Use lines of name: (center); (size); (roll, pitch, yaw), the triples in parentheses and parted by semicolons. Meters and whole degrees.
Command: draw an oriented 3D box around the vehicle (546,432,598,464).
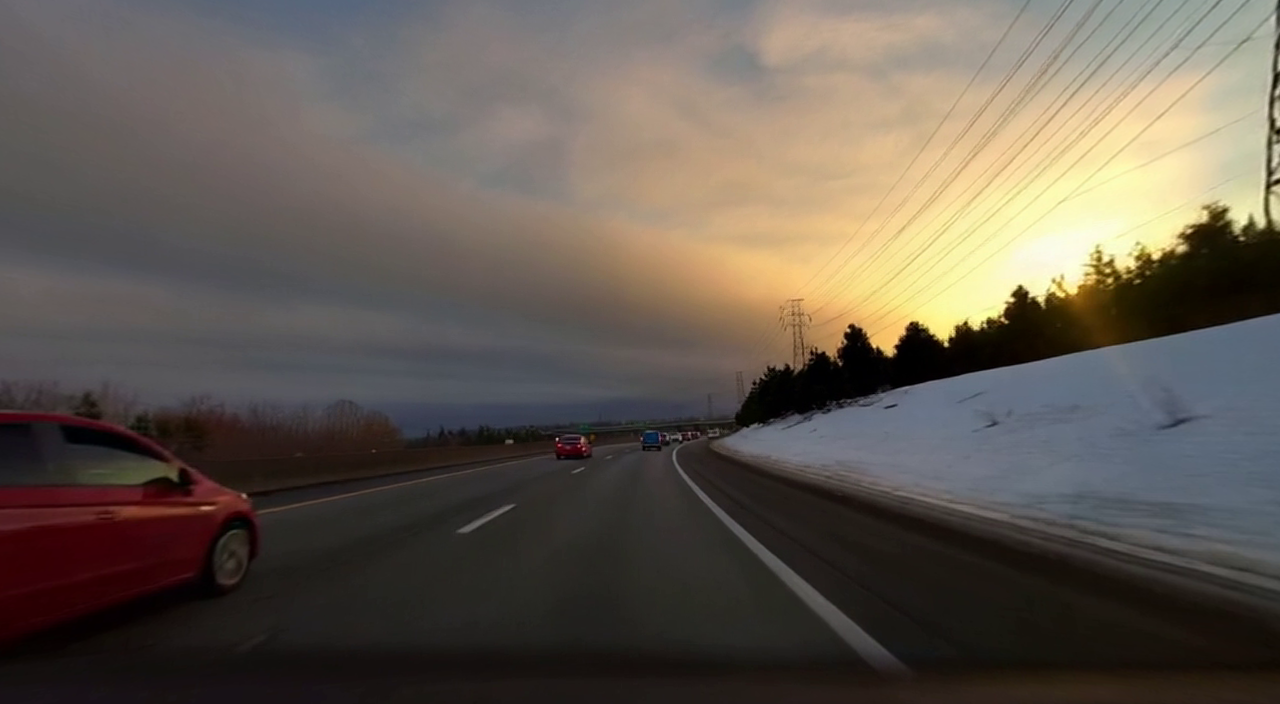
vehicle: (-3.392, 4.852, 32.119); (2.030, 1.522, 4.250); (0, -8, 2)

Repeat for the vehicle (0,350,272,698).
vehicle: (-4.193, 0.856, 3.165); (2.072, 1.706, 4.260); (0, -8, 0)

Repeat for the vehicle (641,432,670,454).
vehicle: (1.224, 6.851, 47.519); (2.077, 1.523, 4.206); (0, -8, 3)
